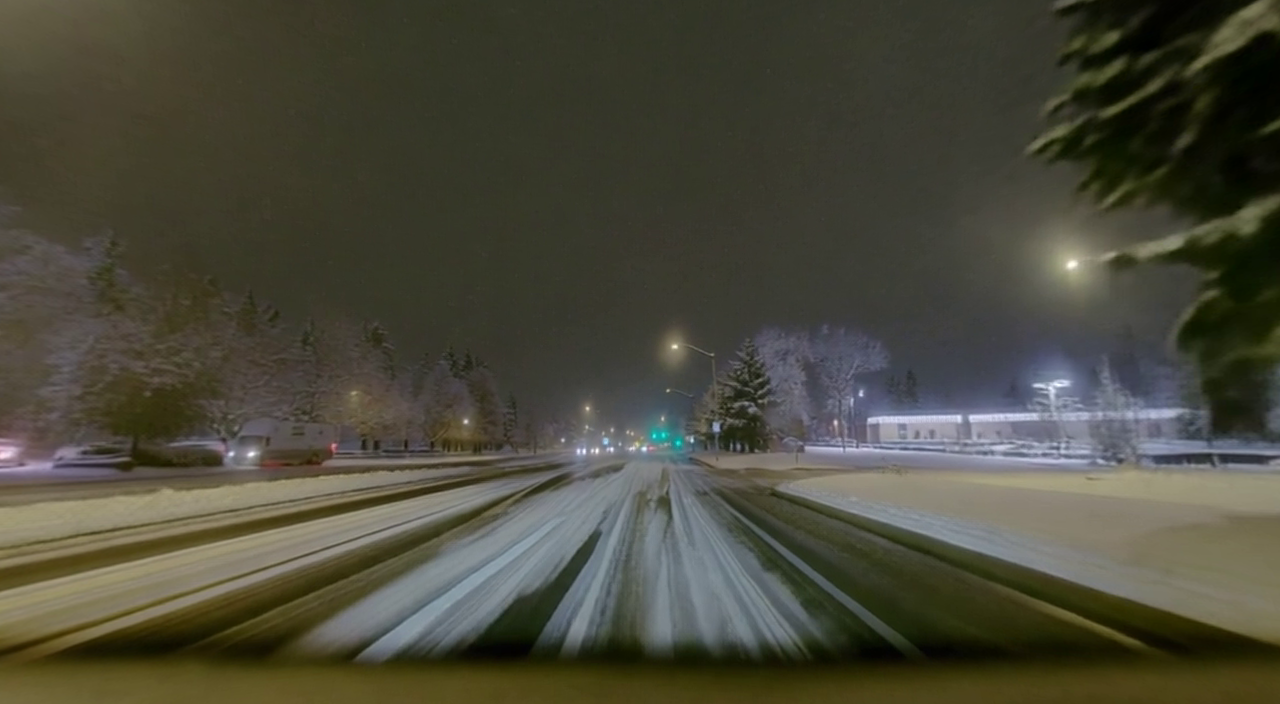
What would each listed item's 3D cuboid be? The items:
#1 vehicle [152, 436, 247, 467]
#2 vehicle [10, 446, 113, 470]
[{"bbox_3d":[-33.969,7.668,48.744,5.521,2.214,2.704,-1,-8,8],"label":"vehicle"},{"bbox_3d":[-34.724,6.354,37.925,4.276,1.404,1.978,0,-8,3],"label":"vehicle"}]
